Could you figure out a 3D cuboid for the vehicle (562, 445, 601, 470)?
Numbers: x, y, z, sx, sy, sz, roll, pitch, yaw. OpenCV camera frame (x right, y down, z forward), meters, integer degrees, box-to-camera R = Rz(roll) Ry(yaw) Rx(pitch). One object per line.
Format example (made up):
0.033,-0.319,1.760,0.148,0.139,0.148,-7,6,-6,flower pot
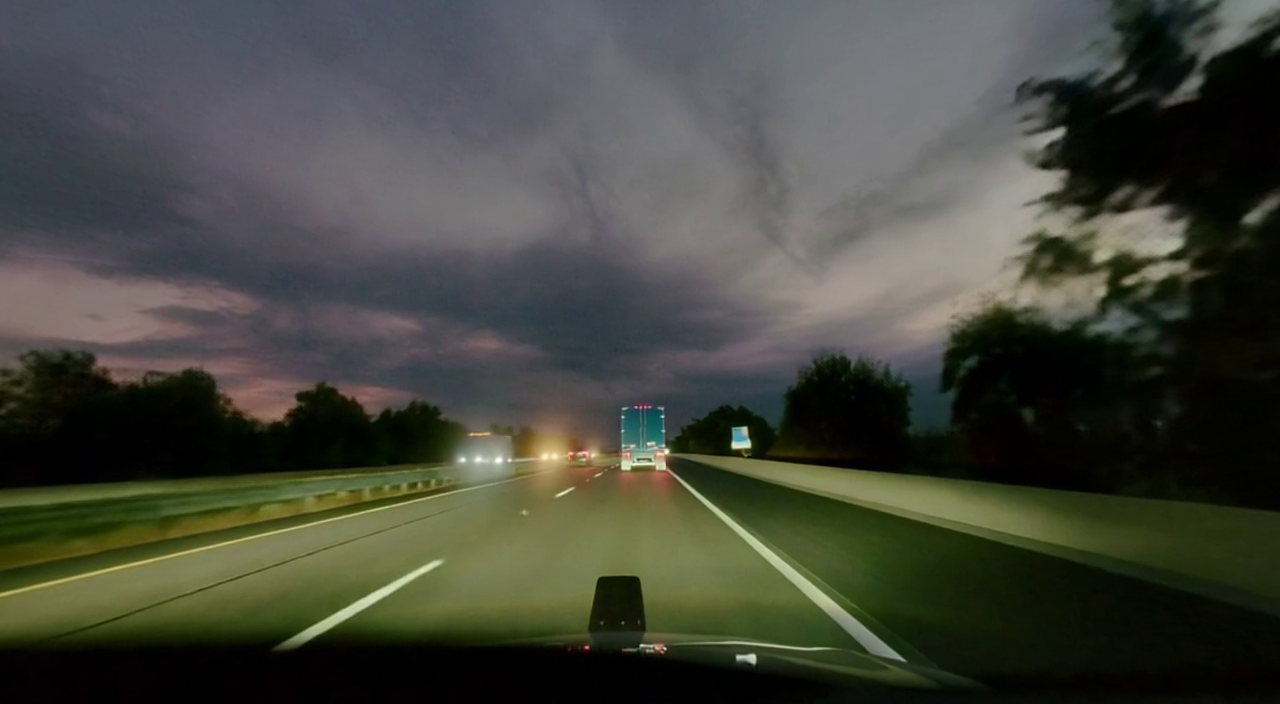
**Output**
-3.767,6.876,41.240,2.063,1.583,4.049,0,-8,1,vehicle

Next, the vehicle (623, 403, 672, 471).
0.457,5.761,42.109,2.899,3.966,10.053,0,-9,0,vehicle
